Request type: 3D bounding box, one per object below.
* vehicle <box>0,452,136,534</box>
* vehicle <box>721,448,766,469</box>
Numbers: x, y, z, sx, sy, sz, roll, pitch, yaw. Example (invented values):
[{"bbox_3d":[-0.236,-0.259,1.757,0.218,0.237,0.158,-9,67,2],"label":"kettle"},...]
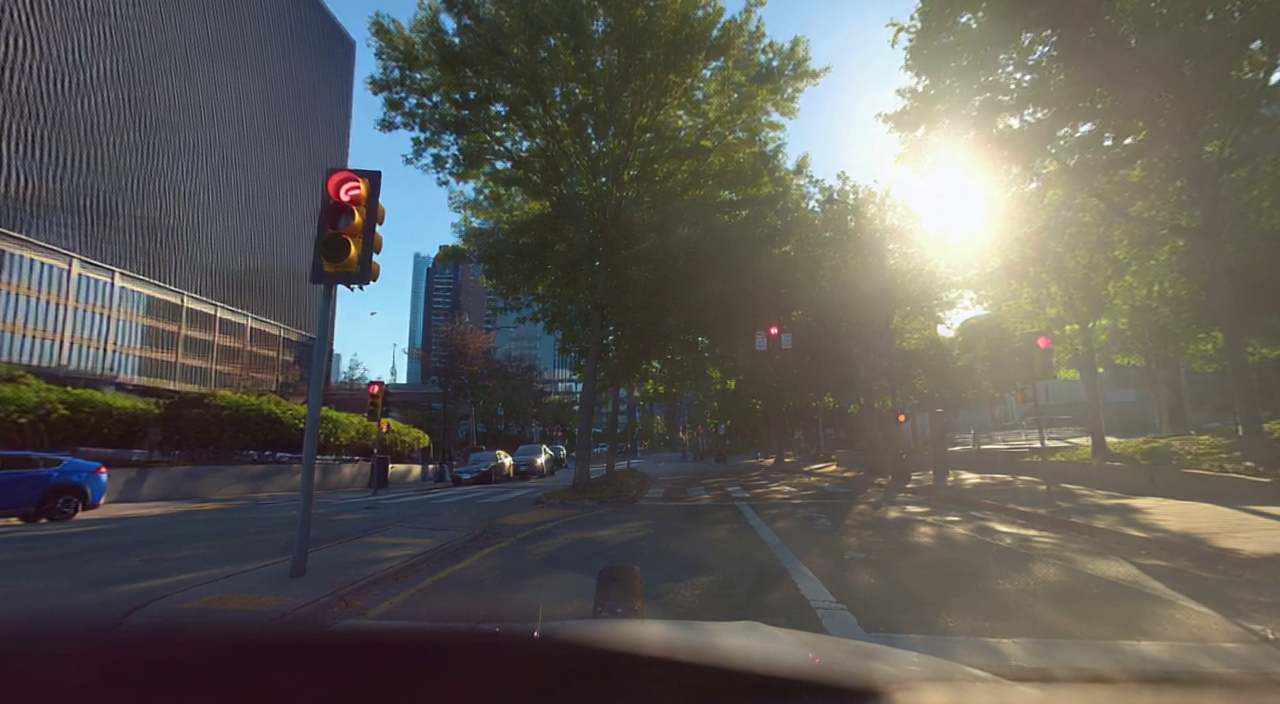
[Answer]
[{"bbox_3d":[-12.858,2.715,12.271,4.598,1.490,1.816,7,-11,-40],"label":"vehicle"},{"bbox_3d":[7.860,8.126,48.415,1.829,1.440,4.384,2,-9,-14],"label":"vehicle"}]
